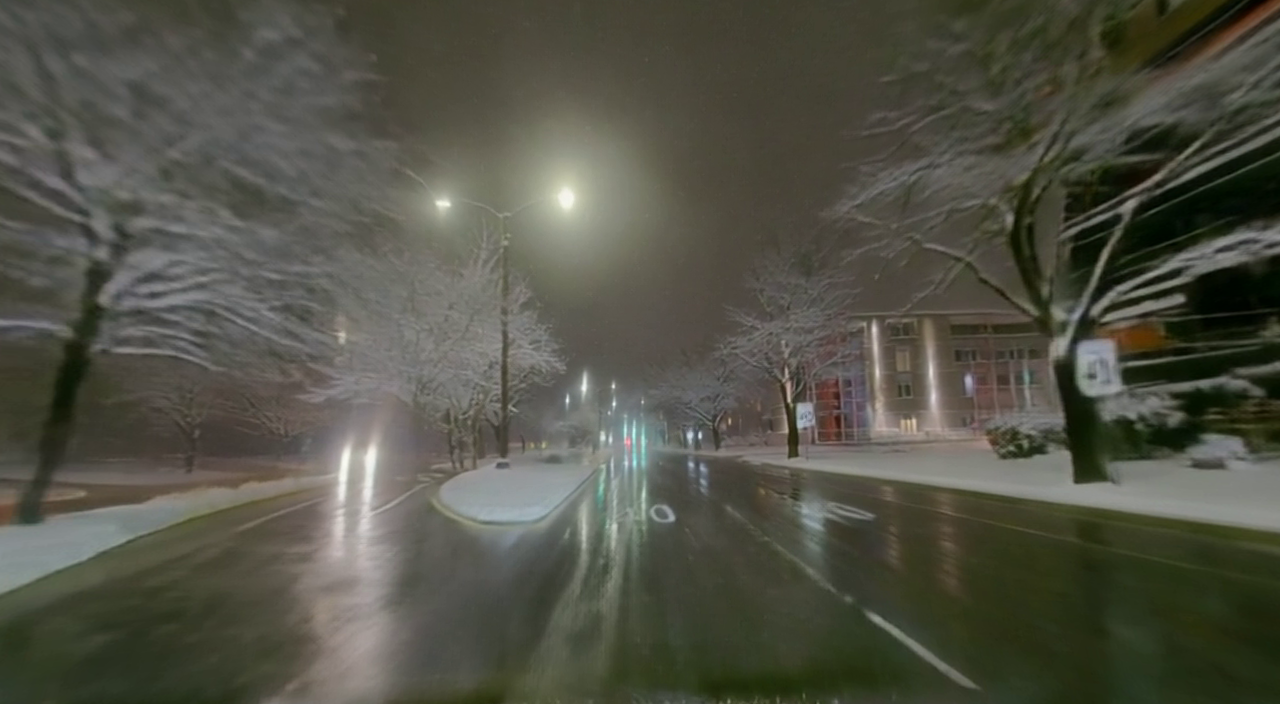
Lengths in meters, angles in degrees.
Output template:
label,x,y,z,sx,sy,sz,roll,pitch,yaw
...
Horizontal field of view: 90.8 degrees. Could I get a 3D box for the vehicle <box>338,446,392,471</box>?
label,x,y,z,sx,sy,sz,roll,pitch,yaw
vehicle,-18.568,7.199,42.876,1.877,1.557,4.423,0,-8,-3
